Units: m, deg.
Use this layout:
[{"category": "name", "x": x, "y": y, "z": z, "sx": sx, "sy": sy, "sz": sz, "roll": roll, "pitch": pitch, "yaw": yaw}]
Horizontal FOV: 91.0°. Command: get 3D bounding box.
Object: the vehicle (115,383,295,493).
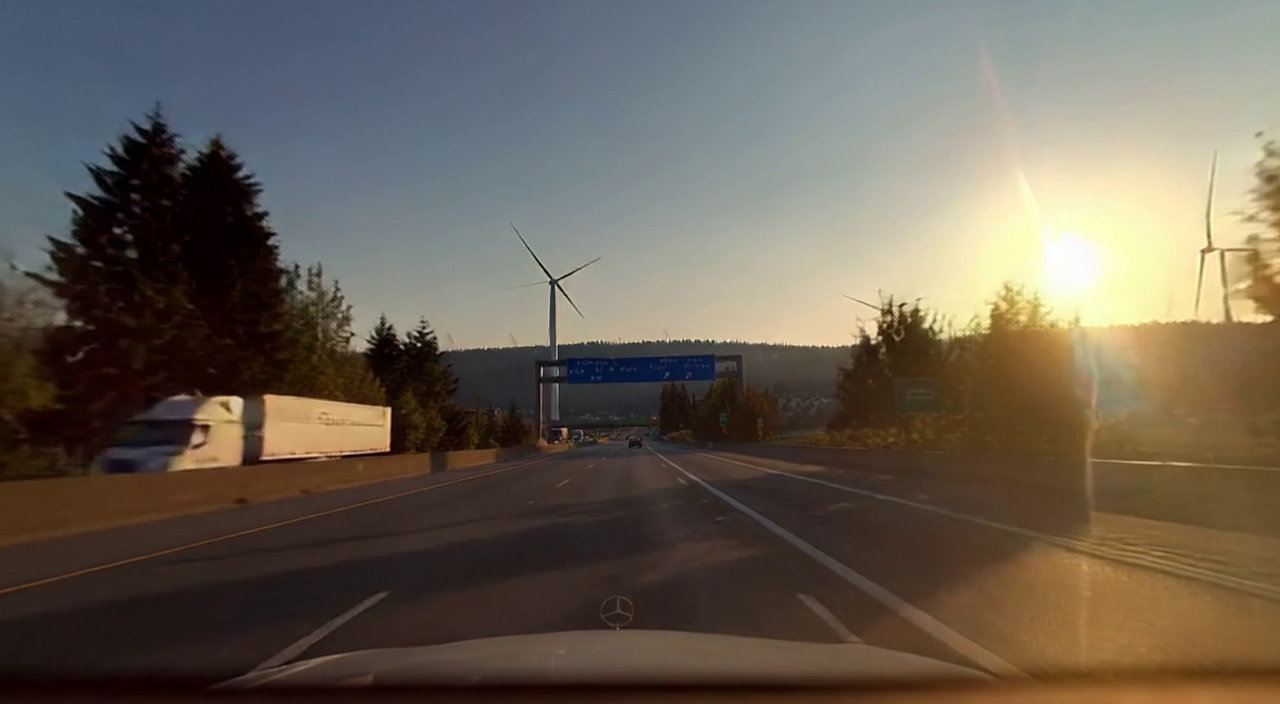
[{"category": "vehicle", "x": -17.193, "y": 3.489, "z": 25.506, "sx": 3.021, "sy": 3.900, "sz": 5.847, "roll": 0, "pitch": -8, "yaw": -1}]
